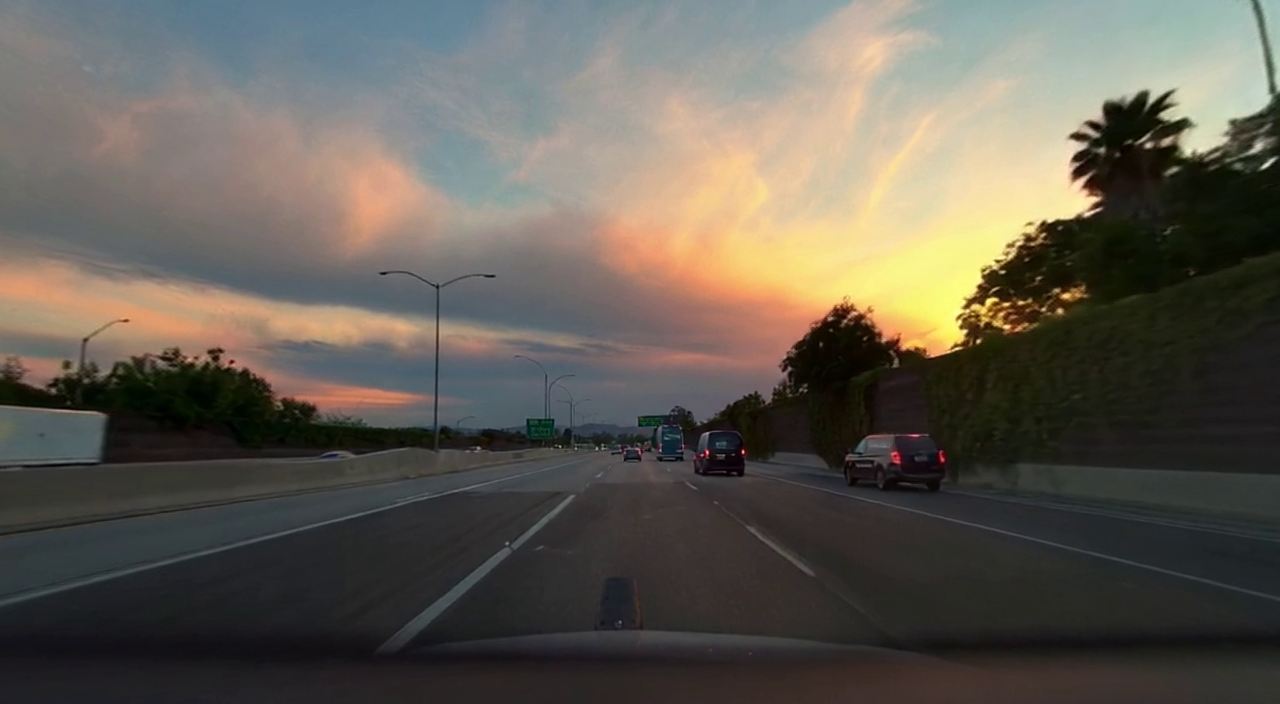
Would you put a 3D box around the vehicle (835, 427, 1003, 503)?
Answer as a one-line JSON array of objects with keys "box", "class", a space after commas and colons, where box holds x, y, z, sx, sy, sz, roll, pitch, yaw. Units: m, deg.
[{"box": [7.389, 3.051, 17.488, 2.266, 1.799, 4.947, 0, -8, -1], "class": "vehicle"}]

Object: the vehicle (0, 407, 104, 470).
[{"box": [-29.001, 3.112, 23.048, 2.682, 2.685, 19.077, 0, -8, 0], "class": "vehicle"}]

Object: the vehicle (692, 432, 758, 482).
[{"box": [3.536, 4.478, 27.187, 2.035, 1.931, 4.841, 0, -9, -2], "class": "vehicle"}]
